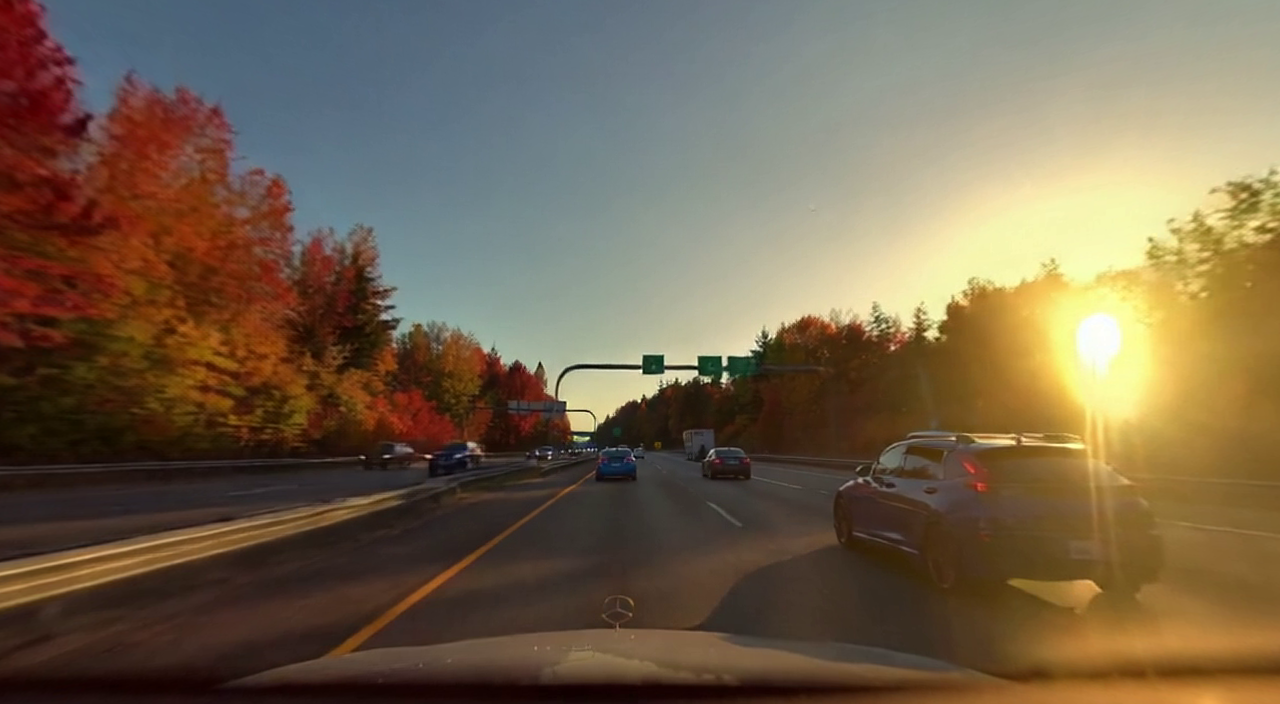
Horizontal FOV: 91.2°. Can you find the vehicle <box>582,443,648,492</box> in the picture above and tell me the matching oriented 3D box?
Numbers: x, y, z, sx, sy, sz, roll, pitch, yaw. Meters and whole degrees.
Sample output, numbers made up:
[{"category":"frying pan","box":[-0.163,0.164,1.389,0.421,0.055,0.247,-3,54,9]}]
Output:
[{"category":"vehicle","box":[-0.835,4.075,22.468,2.128,1.516,4.410,-1,-9,-1]}]

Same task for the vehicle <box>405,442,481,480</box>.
[{"category":"vehicle","box":[-8.593,4.786,27.792,1.985,1.555,4.510,0,-9,-1]}]

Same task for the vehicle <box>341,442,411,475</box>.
[{"category":"vehicle","box":[-13.587,5.485,32.519,1.890,1.547,4.184,-1,-9,-1]}]

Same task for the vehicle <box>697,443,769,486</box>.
[{"category":"vehicle","box":[3.696,4.568,25.771,2.300,1.595,4.144,-1,-9,0]}]
